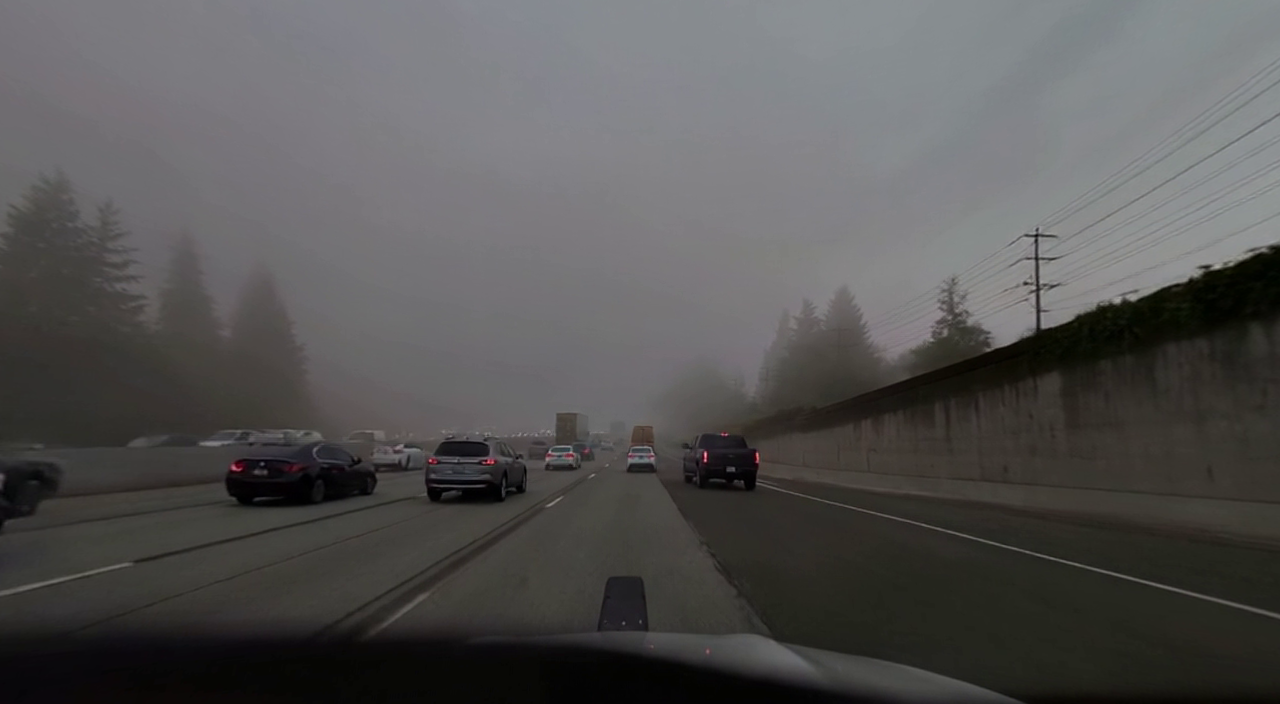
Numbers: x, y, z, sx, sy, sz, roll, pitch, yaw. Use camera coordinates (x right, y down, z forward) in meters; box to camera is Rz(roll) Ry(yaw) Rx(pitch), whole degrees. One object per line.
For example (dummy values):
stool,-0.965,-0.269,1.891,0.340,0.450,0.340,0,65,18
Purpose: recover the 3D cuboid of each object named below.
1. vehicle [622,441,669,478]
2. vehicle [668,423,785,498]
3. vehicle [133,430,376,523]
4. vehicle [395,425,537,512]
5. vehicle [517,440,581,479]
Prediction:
vehicle,0.235,5.113,30.274,2.092,1.671,3.889,0,-8,0
vehicle,2.606,3.523,20.977,2.793,2.132,5.682,0,-8,-3
vehicle,-7.425,2.429,12.901,1.985,1.529,4.710,0,-8,0
vehicle,-3.843,2.663,14.884,2.026,1.719,4.490,0,-8,1
vehicle,-3.842,4.653,27.561,2.049,1.530,4.707,0,-8,1
